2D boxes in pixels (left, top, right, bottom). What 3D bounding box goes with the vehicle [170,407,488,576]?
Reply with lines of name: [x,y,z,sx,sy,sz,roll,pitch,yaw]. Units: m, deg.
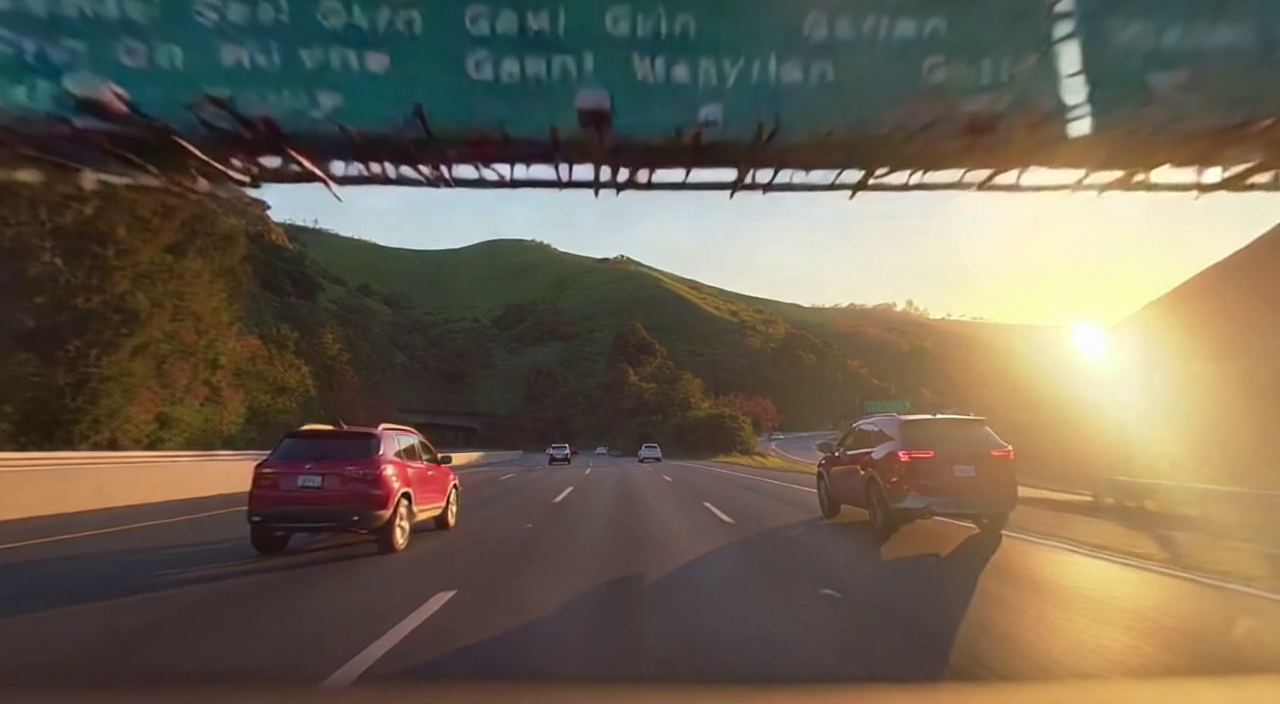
vehicle: [-3.835,1.819,9.030,2.213,1.766,4.598,0,-9,-1]

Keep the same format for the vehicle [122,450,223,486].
vehicle: [-29.319,7.274,39.965,2.214,2.067,5.745,0,-9,-3]

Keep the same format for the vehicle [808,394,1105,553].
vehicle: [4.463,1.822,10.076,2.103,1.903,4.837,0,-9,-1]
